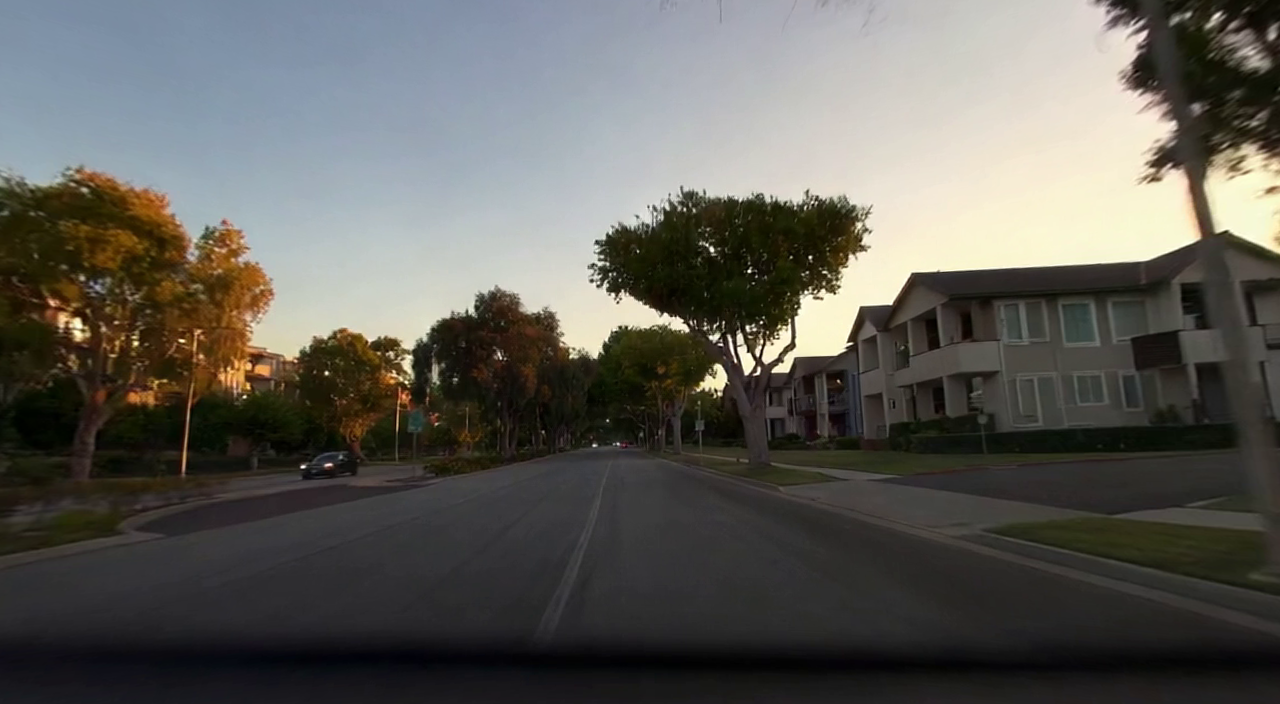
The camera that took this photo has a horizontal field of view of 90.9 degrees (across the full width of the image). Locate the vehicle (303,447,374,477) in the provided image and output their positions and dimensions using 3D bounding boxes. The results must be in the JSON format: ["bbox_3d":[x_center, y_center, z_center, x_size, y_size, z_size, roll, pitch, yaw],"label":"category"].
[{"bbox_3d":[-18.004,6.590,37.936,2.154,1.648,4.555,0,-8,-2],"label":"vehicle"}]
